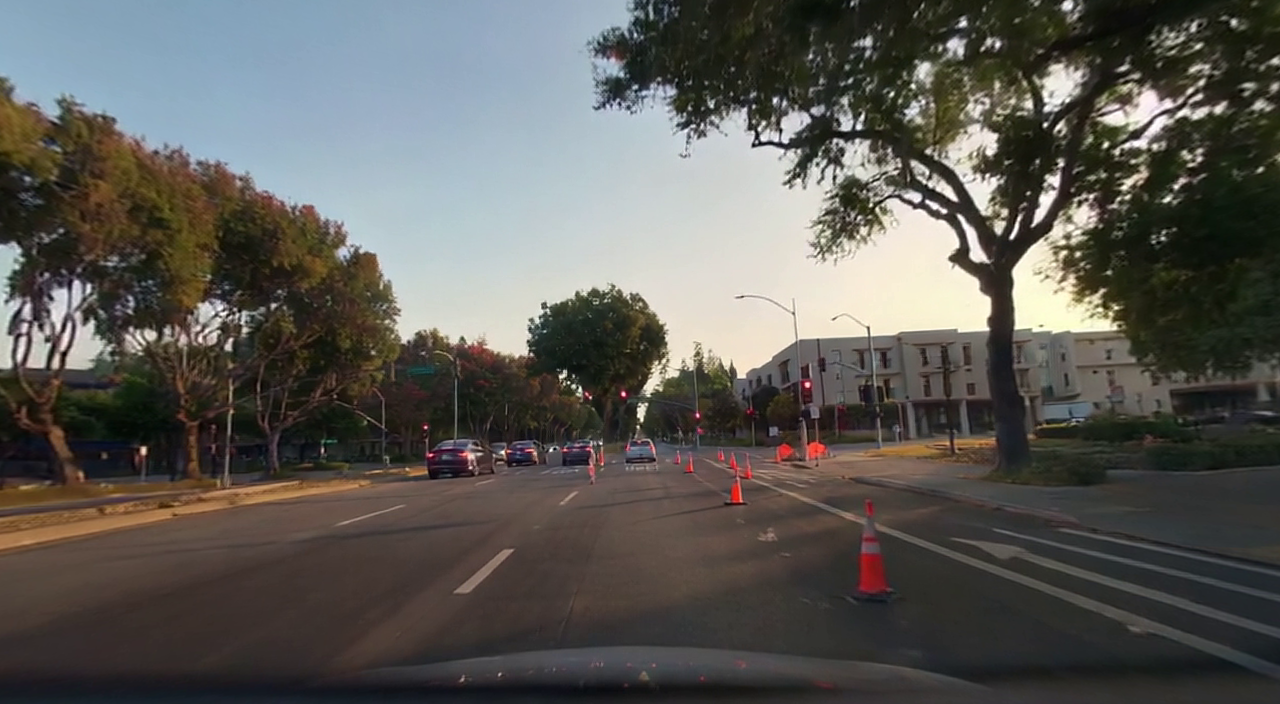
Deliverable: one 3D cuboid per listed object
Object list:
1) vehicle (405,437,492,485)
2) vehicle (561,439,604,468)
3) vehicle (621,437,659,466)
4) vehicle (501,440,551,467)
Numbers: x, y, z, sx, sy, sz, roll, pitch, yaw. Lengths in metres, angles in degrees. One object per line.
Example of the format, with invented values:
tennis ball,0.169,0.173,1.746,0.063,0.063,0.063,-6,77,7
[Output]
vehicle,-6.876,3.942,23.108,1.869,1.570,4.064,0,-8,0
vehicle,-3.109,5.574,34.816,1.946,1.437,4.154,0,-8,1
vehicle,-0.002,5.513,35.158,1.985,1.521,3.968,0,-8,1
vehicle,-6.654,5.995,37.445,2.074,1.447,4.224,0,-8,2
